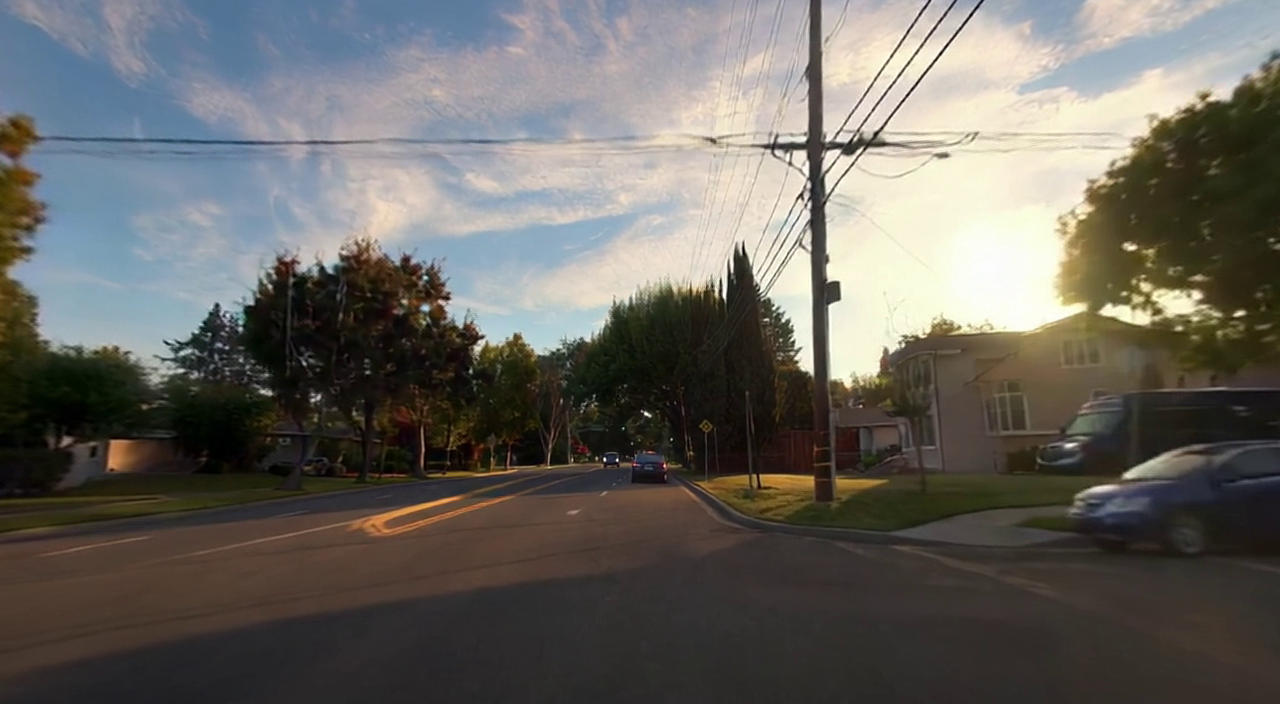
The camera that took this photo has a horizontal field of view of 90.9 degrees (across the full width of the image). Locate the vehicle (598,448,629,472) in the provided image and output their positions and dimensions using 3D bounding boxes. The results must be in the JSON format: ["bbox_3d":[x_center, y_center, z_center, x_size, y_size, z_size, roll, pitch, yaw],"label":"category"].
[{"bbox_3d":[-2.017,8.411,49.103,2.157,1.765,4.303,0,-9,2],"label":"vehicle"}]

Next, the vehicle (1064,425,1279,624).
[{"bbox_3d":[6.759,1.419,5.606,4.543,1.472,1.830,0,-9,3],"label":"vehicle"}]

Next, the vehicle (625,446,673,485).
[{"bbox_3d":[0.433,5.378,30.178,2.120,1.718,3.909,0,-9,1],"label":"vehicle"}]
